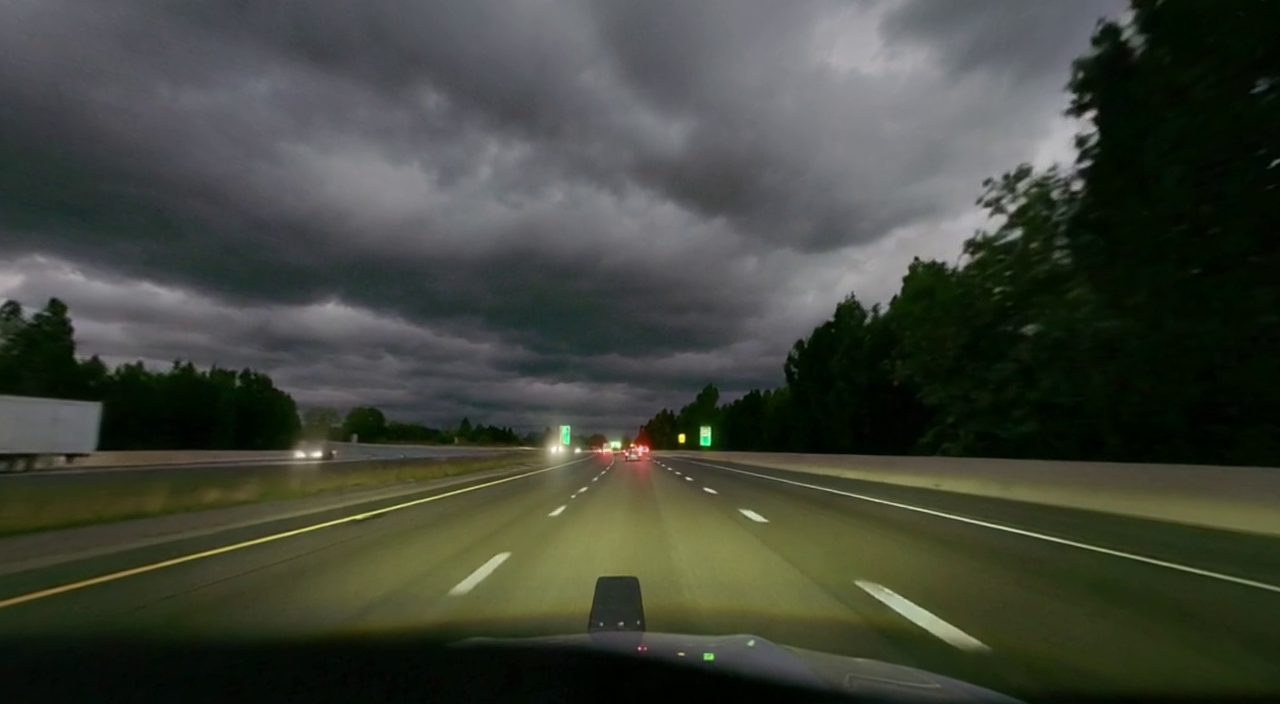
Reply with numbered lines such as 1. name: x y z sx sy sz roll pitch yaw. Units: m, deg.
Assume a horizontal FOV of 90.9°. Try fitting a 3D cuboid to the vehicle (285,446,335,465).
1. vehicle: -25.564 8.023 49.005 1.985 1.458 4.373 1 -9 -8
